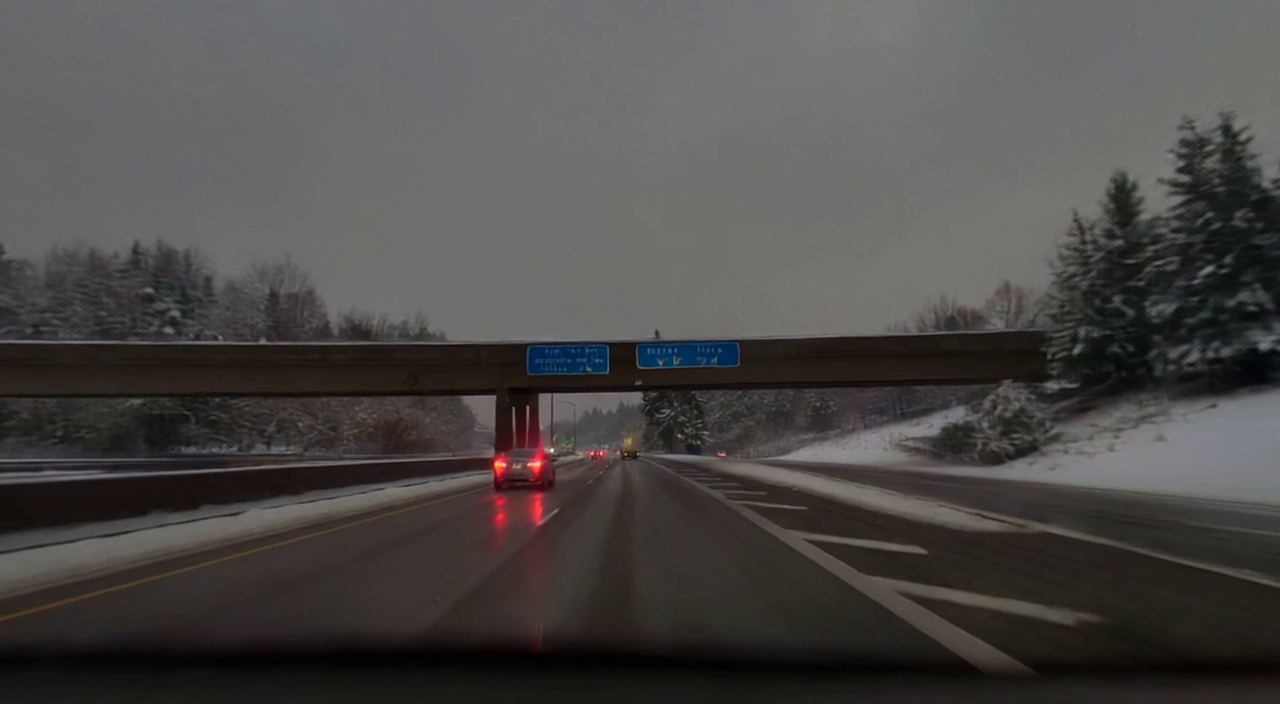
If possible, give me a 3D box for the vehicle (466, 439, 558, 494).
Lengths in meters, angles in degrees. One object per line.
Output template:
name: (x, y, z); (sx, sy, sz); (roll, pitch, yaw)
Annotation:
vehicle: (-3.974, 3.636, 20.296); (2.070, 1.564, 4.145); (0, -9, 0)
